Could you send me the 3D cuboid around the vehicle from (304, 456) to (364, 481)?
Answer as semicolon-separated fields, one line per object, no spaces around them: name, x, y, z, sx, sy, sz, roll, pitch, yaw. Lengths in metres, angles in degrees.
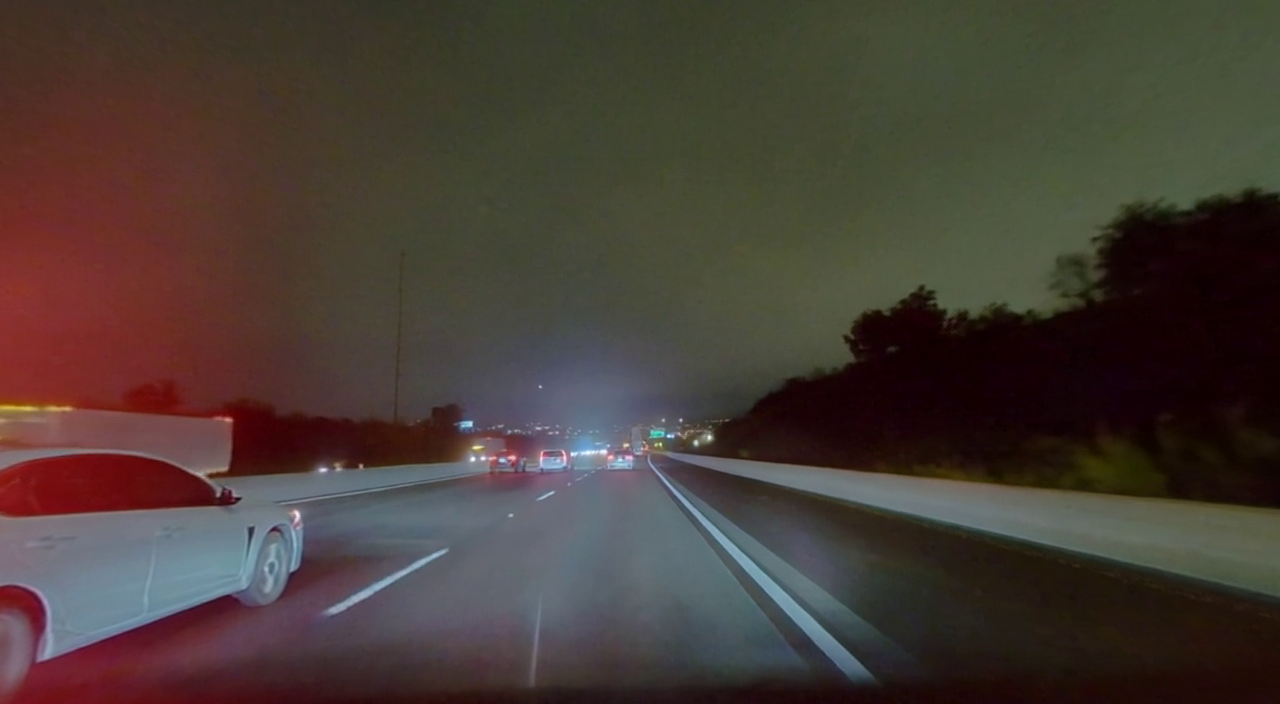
vehicle;-20.513;7.818;42.223;1.910;1.488;4.379;0;-9;-1

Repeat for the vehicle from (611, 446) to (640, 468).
vehicle;-1.056;7.635;45.632;2.023;1.479;3.718;0;-9;-1

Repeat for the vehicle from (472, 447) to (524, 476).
vehicle;-7.782;6.011;34.632;1.936;1.516;3.904;0;-9;0

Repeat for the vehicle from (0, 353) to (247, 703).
vehicle;-4.072;0.832;2.486;2.074;1.779;4.588;0;-9;-1

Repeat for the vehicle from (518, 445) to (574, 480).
vehicle;-4.251;5.081;29.002;1.988;1.477;4.118;0;-9;0
